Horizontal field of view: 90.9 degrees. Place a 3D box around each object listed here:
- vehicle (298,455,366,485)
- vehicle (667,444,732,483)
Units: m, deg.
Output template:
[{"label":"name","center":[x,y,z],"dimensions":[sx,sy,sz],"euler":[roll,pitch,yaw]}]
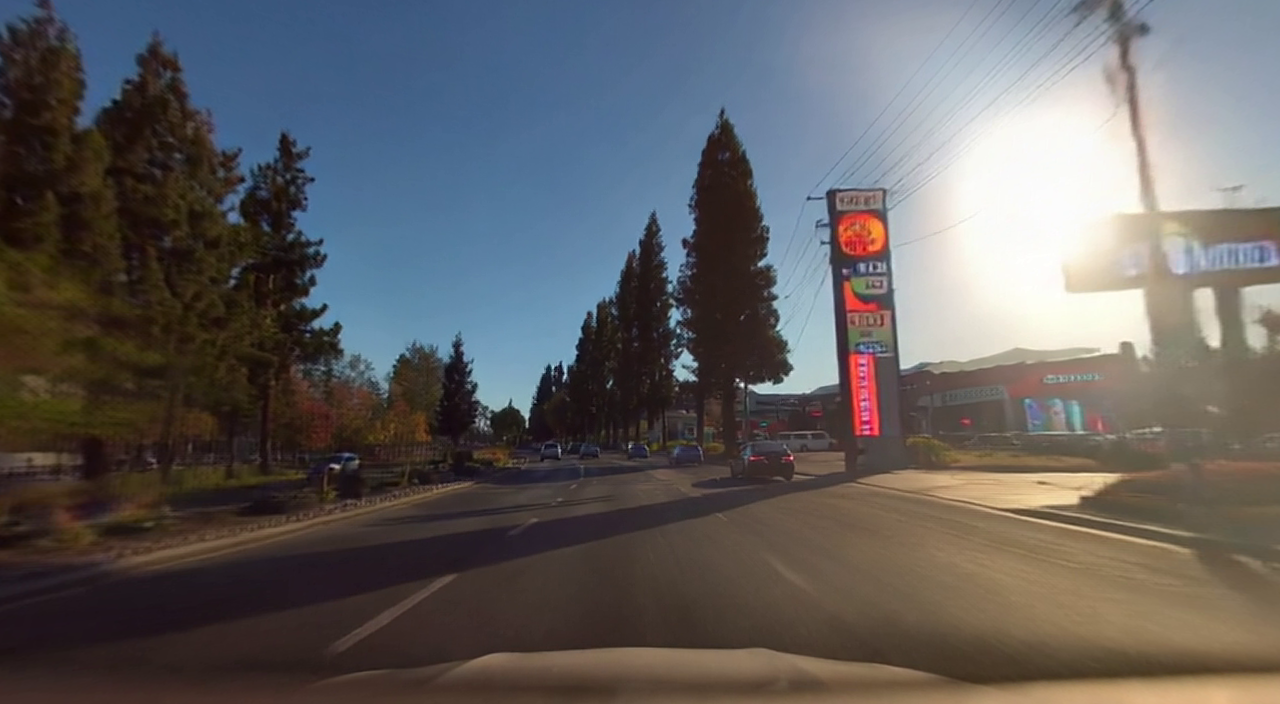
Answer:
[{"label":"vehicle","center":[-17.407,6.678,35.875],"dimensions":[1.873,1.507,4.204],"euler":[0,-8,-3]},{"label":"vehicle","center":[2.405,4.627,26.557],"dimensions":[2.130,1.476,4.453],"euler":[0,-9,-2]}]
